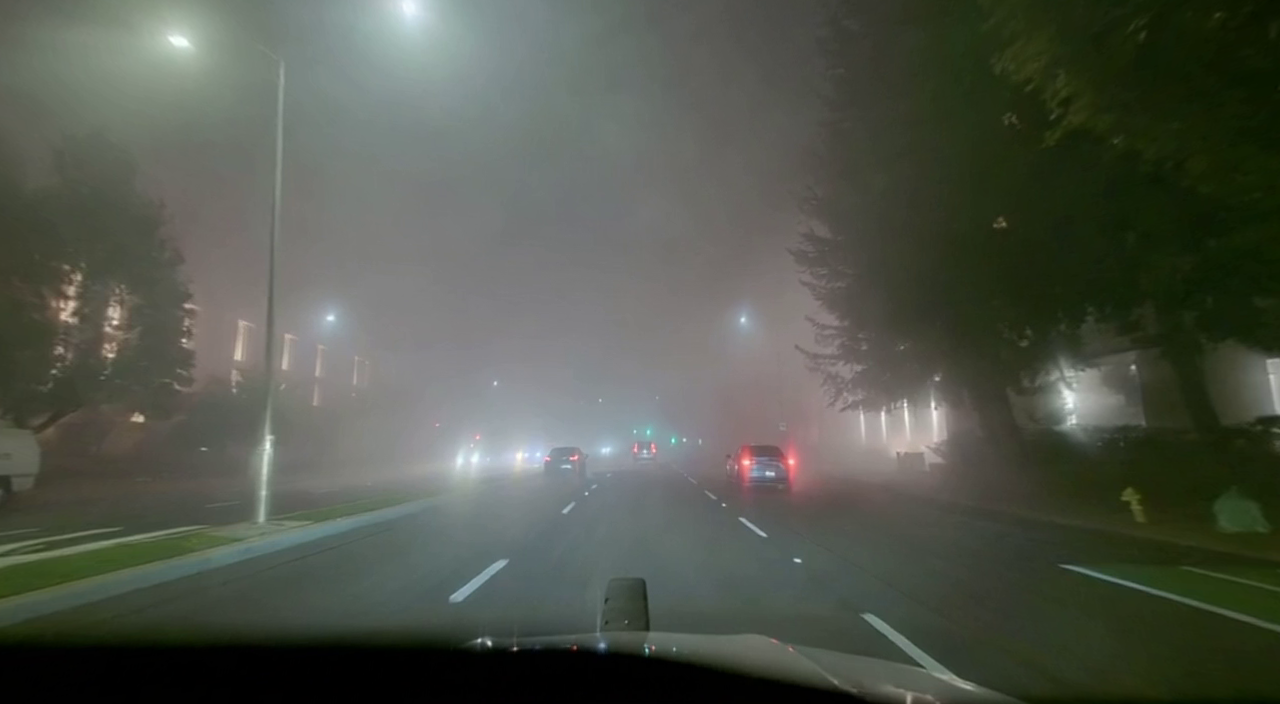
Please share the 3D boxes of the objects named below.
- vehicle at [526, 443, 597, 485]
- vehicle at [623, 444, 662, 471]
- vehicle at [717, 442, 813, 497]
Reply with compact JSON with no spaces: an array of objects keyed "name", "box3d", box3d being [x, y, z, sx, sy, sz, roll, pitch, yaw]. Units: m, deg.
[{"name":"vehicle","box3d":[-2.938,4.307,24.573,2.082,1.467,4.379,0,-8,1]},{"name":"vehicle","box3d":[0.124,6.043,36.342,2.101,1.480,3.929,0,-8,0]},{"name":"vehicle","box3d":[3.684,3.537,19.487,1.990,1.486,4.431,0,-8,-1]}]
